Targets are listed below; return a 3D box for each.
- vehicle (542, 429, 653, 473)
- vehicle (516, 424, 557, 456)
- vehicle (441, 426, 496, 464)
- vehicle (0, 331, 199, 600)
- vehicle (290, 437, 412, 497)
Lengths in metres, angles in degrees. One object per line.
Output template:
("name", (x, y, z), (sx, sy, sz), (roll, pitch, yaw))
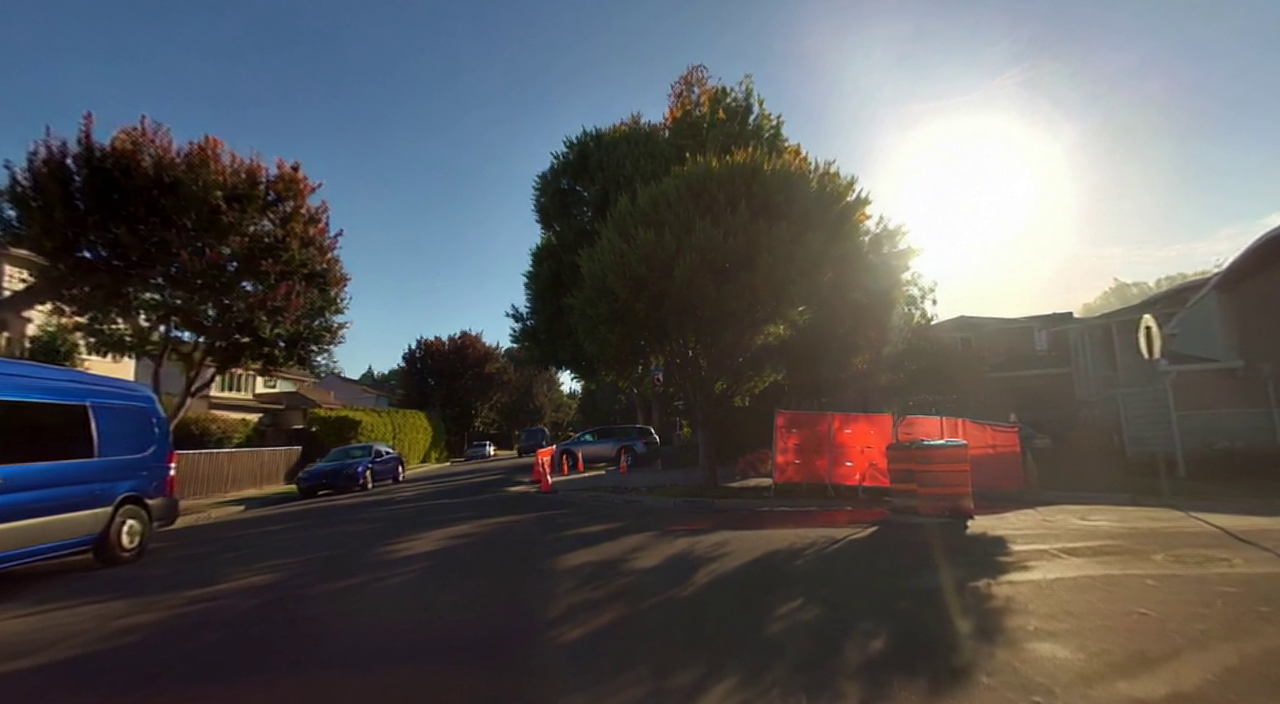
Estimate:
("vehicle", (-1.450, 3.546, 22.904), (1.827, 1.436, 4.070), (-6, -9, 35))
("vehicle", (-6.925, 5.957, 42.649), (2.219, 1.984, 4.712), (0, -8, -3))
("vehicle", (-9.524, 5.202, 35.450), (2.042, 1.937, 4.960), (0, -8, -4))
("vehicle", (-7.105, 1.054, 5.411), (2.284, 2.500, 7.006), (-2, -6, -6))
("vehicle", (-8.257, 3.271, 18.451), (1.899, 1.524, 4.082), (0, -8, -4))
